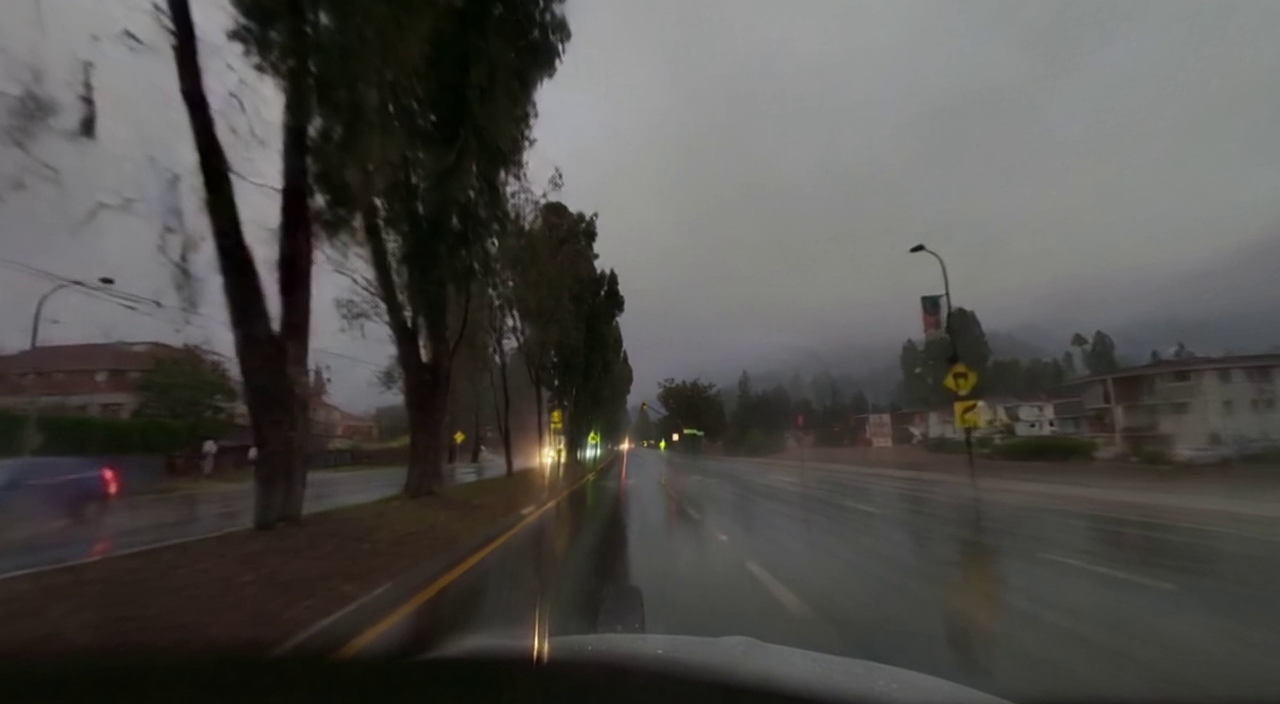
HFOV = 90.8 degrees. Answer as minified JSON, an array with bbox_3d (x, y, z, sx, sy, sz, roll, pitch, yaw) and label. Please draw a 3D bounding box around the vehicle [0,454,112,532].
[{"bbox_3d":[-15.690,3.366,15.107,2.022,1.738,4.668,-1,-9,1],"label":"vehicle"}]
